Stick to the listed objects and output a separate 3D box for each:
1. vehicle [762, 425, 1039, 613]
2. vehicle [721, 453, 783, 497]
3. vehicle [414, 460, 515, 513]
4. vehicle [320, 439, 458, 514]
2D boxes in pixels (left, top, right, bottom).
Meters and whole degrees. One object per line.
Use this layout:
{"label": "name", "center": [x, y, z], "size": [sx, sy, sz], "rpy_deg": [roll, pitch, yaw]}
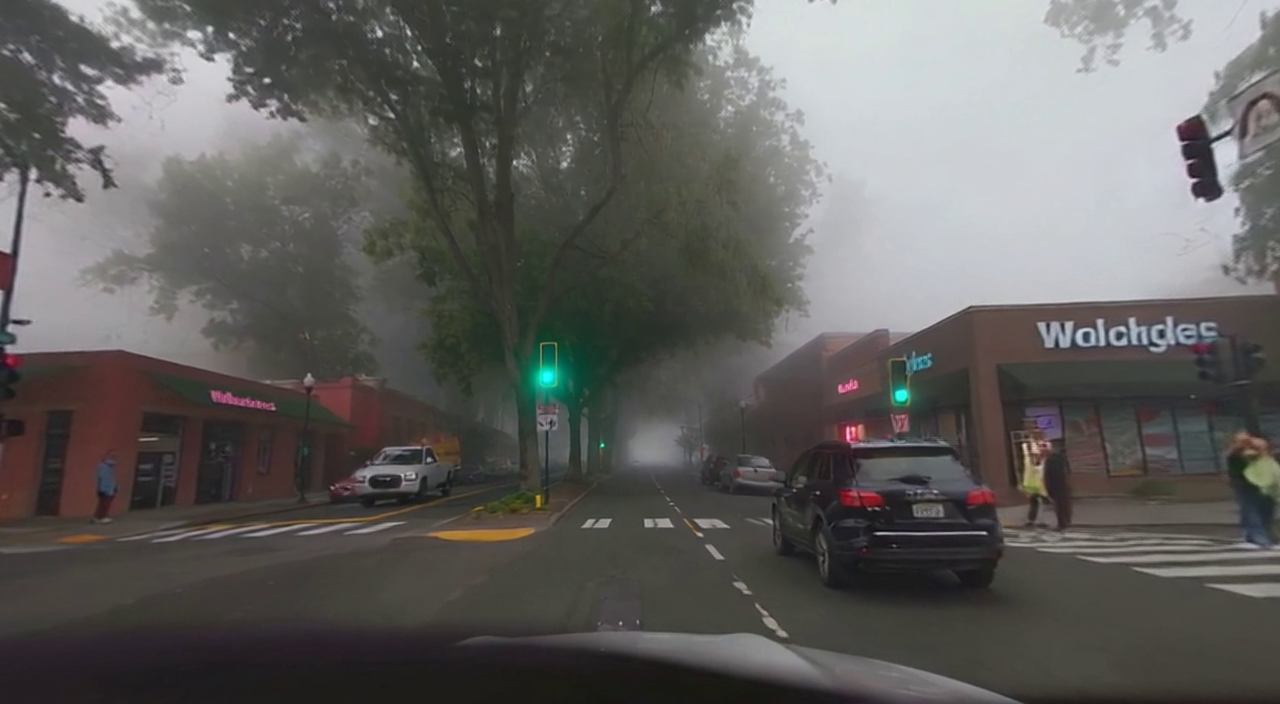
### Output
{"label": "vehicle", "center": [2.624, 1.705, 7.138], "size": [1.822, 1.654, 2.794], "rpy_deg": [0, -8, -2]}
{"label": "vehicle", "center": [5.254, 5.811, 30.296], "size": [2.010, 1.844, 4.386], "rpy_deg": [0, -8, -2]}
{"label": "vehicle", "center": [-5.684, 4.407, 21.177], "size": [1.983, 1.438, 4.559], "rpy_deg": [0, -8, 1]}
{"label": "vehicle", "center": [-8.703, 4.325, 22.696], "size": [2.489, 2.323, 5.843], "rpy_deg": [0, -8, 1]}
